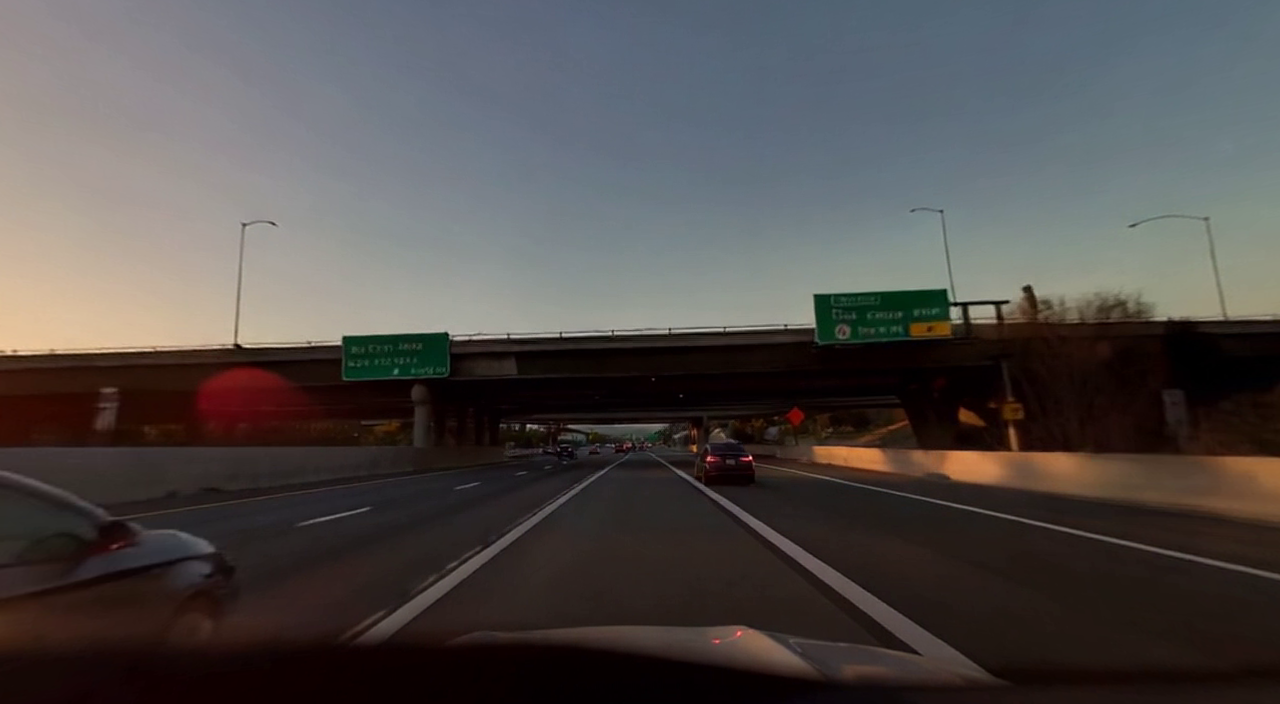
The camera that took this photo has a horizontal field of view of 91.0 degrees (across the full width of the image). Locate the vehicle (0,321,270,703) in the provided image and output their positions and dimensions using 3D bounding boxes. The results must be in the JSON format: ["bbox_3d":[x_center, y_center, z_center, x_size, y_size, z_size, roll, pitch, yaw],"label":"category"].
[{"bbox_3d":[-3.396,0.644,1.448,2.203,1.734,4.600,0,-9,1],"label":"vehicle"}]
